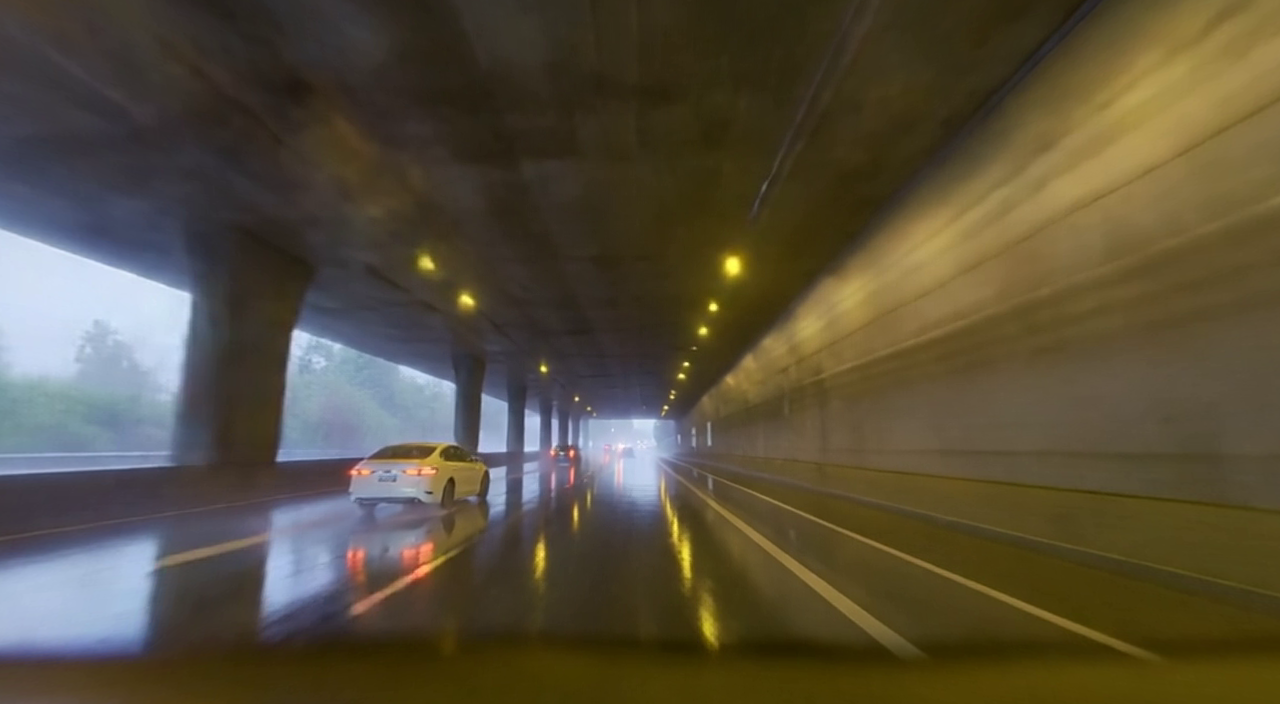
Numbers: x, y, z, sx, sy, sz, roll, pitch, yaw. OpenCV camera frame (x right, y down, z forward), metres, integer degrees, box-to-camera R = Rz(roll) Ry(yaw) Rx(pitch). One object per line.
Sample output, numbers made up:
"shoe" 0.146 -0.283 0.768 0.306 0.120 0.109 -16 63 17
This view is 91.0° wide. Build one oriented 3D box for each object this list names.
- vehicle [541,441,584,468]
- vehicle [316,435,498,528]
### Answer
"vehicle" -4.399 5.878 36.334 1.973 1.474 4.199 -1 -8 0
"vehicle" -4.152 2.351 12.071 1.885 1.424 4.230 -1 -8 0
